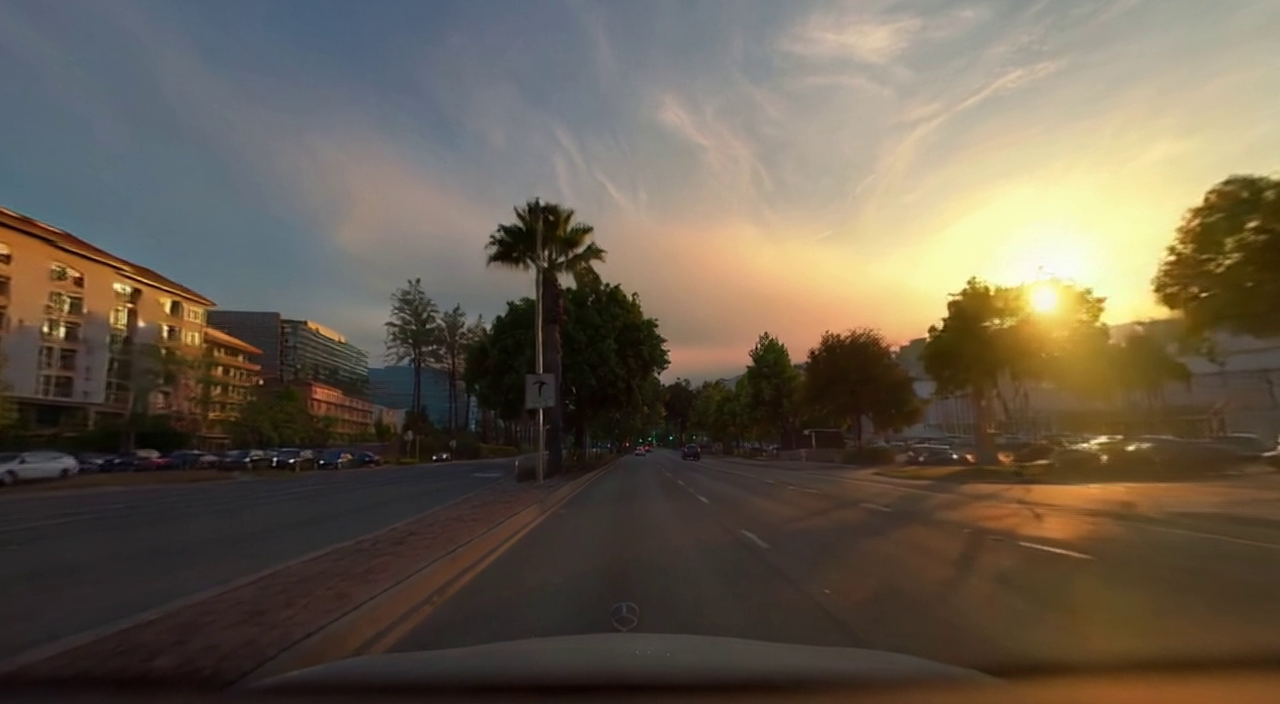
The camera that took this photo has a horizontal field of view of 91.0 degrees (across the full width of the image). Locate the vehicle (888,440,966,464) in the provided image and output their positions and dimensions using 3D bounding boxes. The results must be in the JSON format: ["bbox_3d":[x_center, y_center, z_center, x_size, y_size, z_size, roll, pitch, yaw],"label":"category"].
[{"bbox_3d":[20.181,7.070,44.389,4.472,1.521,2.090,-1,-10,-3],"label":"vehicle"}]

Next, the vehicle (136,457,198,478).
[{"bbox_3d":[-37.383,9.123,49.851,1.870,1.477,3.984,0,-8,-2],"label":"vehicle"}]

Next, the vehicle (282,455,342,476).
[{"bbox_3d":[-25.750,8.907,49.633,1.970,1.446,4.674,-3,-10,4],"label":"vehicle"}]
